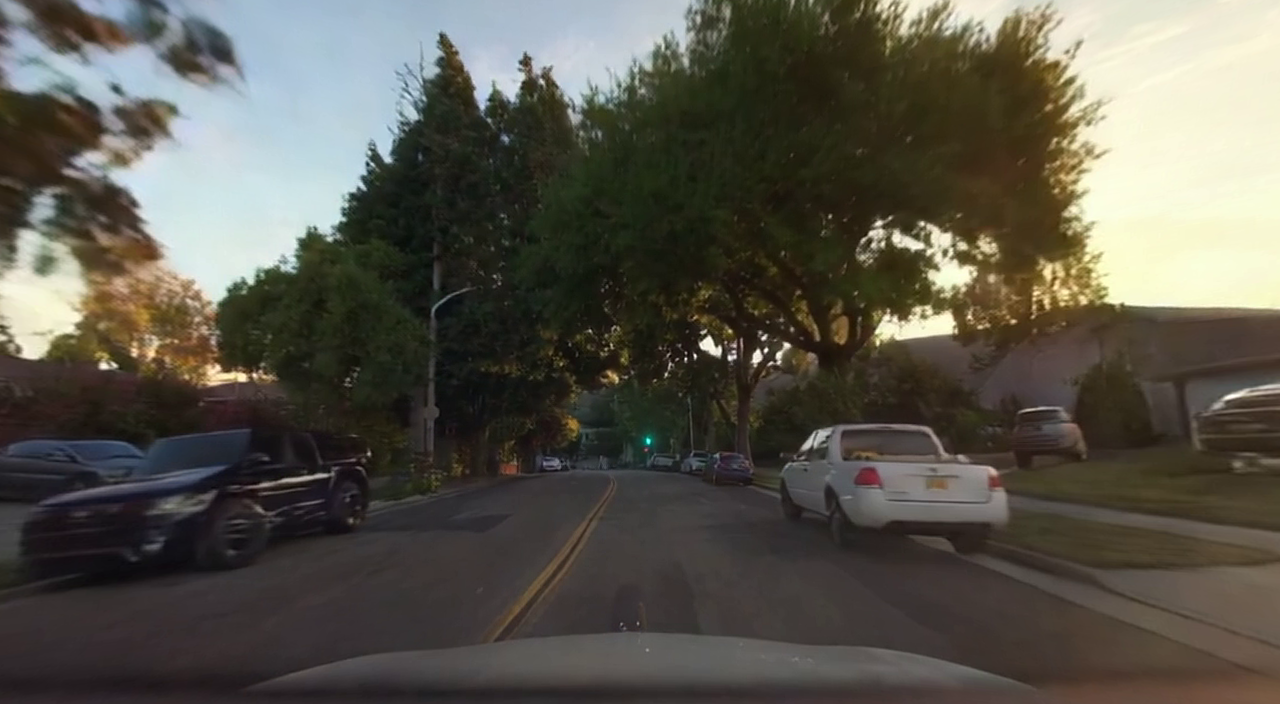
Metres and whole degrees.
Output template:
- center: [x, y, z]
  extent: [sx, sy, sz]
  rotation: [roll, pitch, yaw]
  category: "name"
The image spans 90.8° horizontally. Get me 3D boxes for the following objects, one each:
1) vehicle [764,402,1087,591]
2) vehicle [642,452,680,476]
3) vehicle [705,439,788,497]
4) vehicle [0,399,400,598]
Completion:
- center: [3.267, 1.763, 8.599]
  extent: [2.229, 1.826, 4.611]
  rotation: [-1, -8, 0]
  category: "vehicle"
- center: [1.589, 8.739, 49.461]
  extent: [2.163, 1.742, 4.239]
  rotation: [1, -8, -9]
  category: "vehicle"
- center: [3.468, 3.860, 21.496]
  extent: [1.970, 1.709, 4.568]
  rotation: [0, -8, 0]
  category: "vehicle"
- center: [-5.116, 1.674, 8.148]
  extent: [2.155, 1.729, 4.799]
  rotation: [-2, -8, 0]
  category: "vehicle"
